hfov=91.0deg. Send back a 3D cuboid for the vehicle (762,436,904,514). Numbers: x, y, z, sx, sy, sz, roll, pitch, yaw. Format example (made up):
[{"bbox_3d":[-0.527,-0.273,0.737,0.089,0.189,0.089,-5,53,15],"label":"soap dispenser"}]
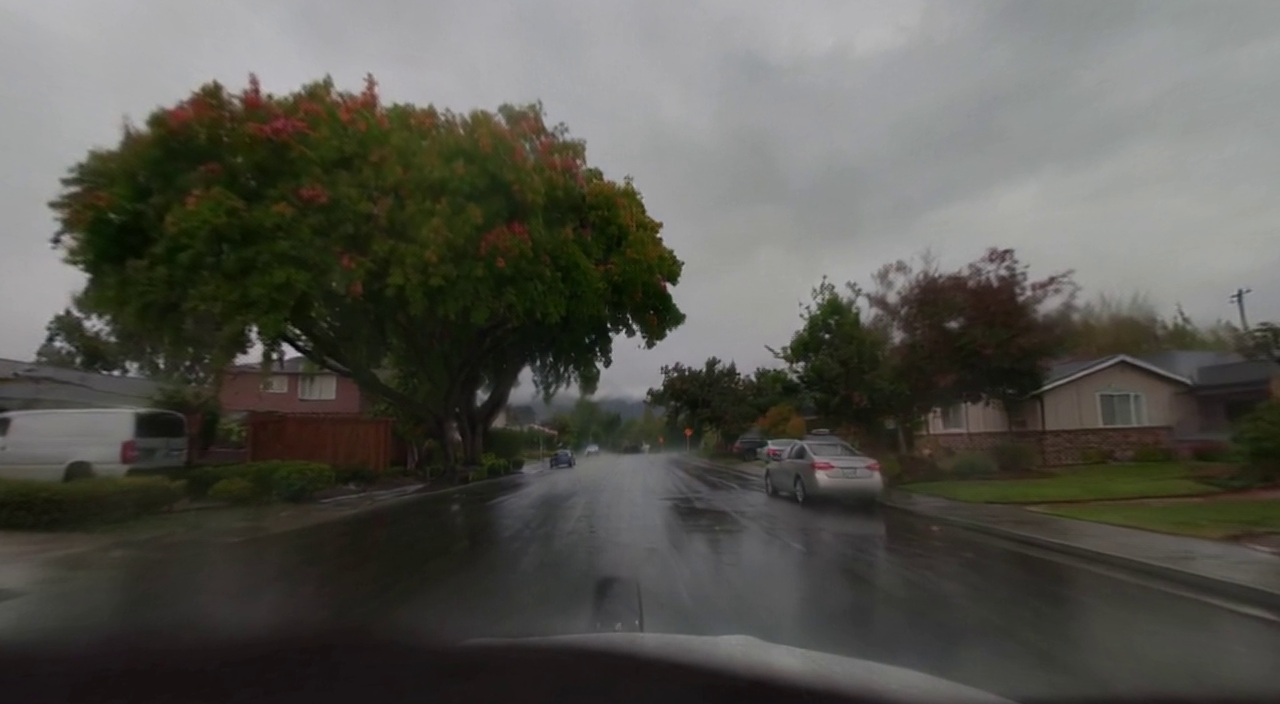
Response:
[{"bbox_3d":[4.218,2.747,14.598,2.011,1.521,4.292,-1,-9,1],"label":"vehicle"}]

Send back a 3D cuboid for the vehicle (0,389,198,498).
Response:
[{"bbox_3d":[-16.437,2.639,17.710,6.381,2.645,2.703,-4,-9,10],"label":"vehicle"}]
